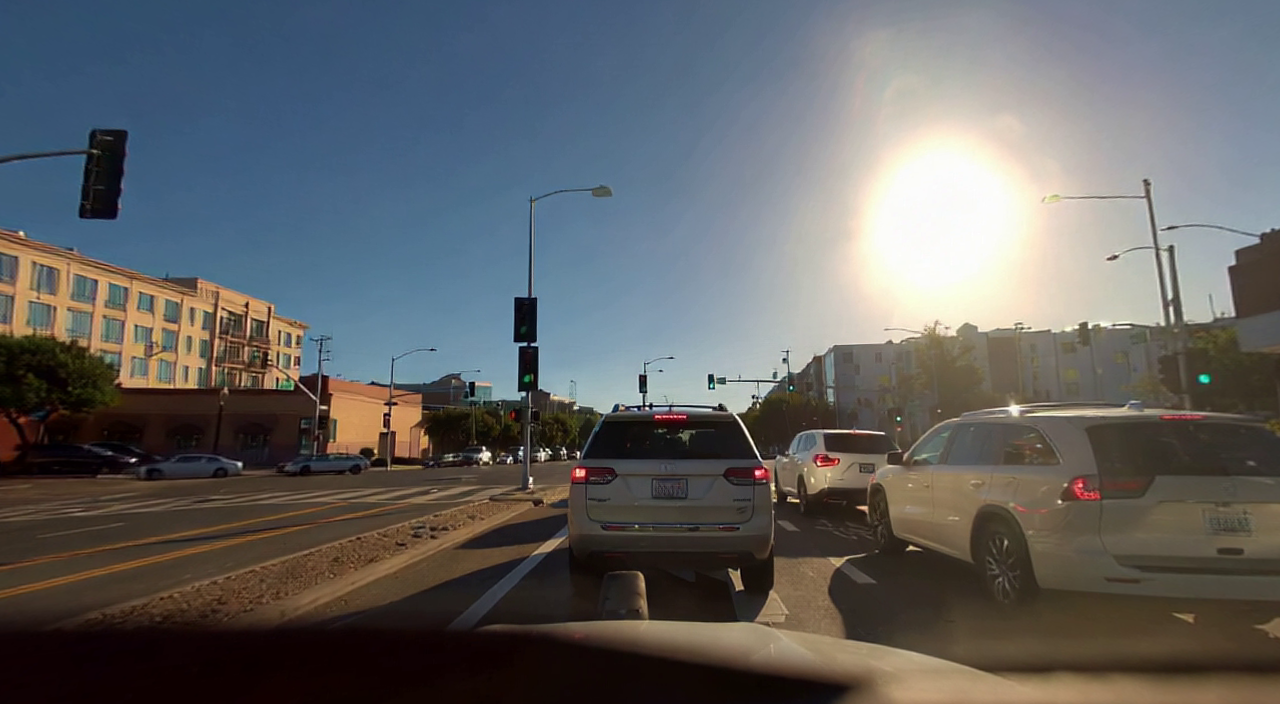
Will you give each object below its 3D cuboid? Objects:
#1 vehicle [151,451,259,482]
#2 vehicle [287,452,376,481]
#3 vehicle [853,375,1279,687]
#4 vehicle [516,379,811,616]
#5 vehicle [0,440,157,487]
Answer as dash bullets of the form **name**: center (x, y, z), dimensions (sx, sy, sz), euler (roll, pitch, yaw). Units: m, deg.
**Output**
- **vehicle**: center (-27.550, 7.260, 40.196), dimensions (5.156, 1.849, 2.044), euler (1, -9, -8)
- **vehicle**: center (-20.304, 7.490, 41.759), dimensions (2.089, 1.739, 4.744), euler (-6, -11, 36)
- **vehicle**: center (3.601, 1.292, 5.665), dimensions (2.018, 1.701, 4.288), euler (0, -9, 2)
- **vehicle**: center (0.228, 1.463, 7.221), dimensions (2.292, 1.840, 4.394), euler (0, -9, 1)
- **vehicle**: center (-24.577, 4.839, 27.554), dimensions (5.062, 1.946, 2.243), euler (0, -9, -1)
